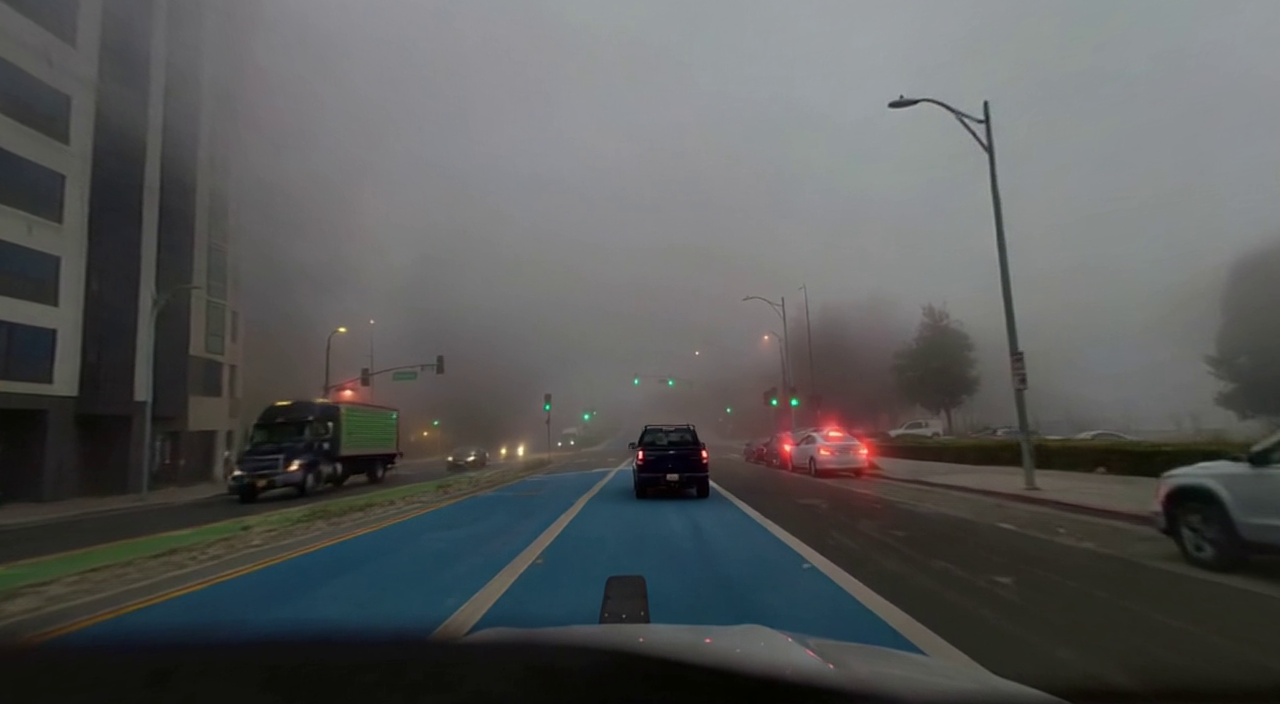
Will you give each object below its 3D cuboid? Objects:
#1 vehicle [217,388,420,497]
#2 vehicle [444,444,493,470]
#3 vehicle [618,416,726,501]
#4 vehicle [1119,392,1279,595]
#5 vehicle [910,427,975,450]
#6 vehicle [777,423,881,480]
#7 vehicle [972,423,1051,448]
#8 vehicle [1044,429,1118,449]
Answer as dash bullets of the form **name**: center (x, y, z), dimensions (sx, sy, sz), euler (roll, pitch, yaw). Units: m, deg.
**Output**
- **vehicle**: center (-13.442, 4.045, 28.145), dimensions (3.101, 3.878, 10.902), euler (0, -9, 1)
- **vehicle**: center (-10.908, 6.676, 40.423), dimensions (2.019, 1.547, 4.315), euler (0, -9, -2)
- **vehicle**: center (0.597, 2.567, 15.449), dimensions (2.283, 1.773, 4.255), euler (0, -9, -2)
- **vehicle**: center (6.630, 1.082, 4.496), dimensions (2.088, 1.761, 5.697), euler (0, -9, 2)
- **vehicle**: center (23.301, 6.699, 48.671), dimensions (3.973, 1.623, 2.024), euler (-1, -9, 0)
- **vehicle**: center (6.714, 3.629, 23.086), dimensions (2.205, 1.823, 5.078), euler (0, -9, 0)
- **vehicle**: center (28.566, 6.475, 48.588), dimensions (4.655, 1.852, 2.161), euler (0, -9, -1)
- **vehicle**: center (33.791, 6.704, 48.428), dimensions (4.275, 1.487, 1.781), euler (0, -9, 1)
